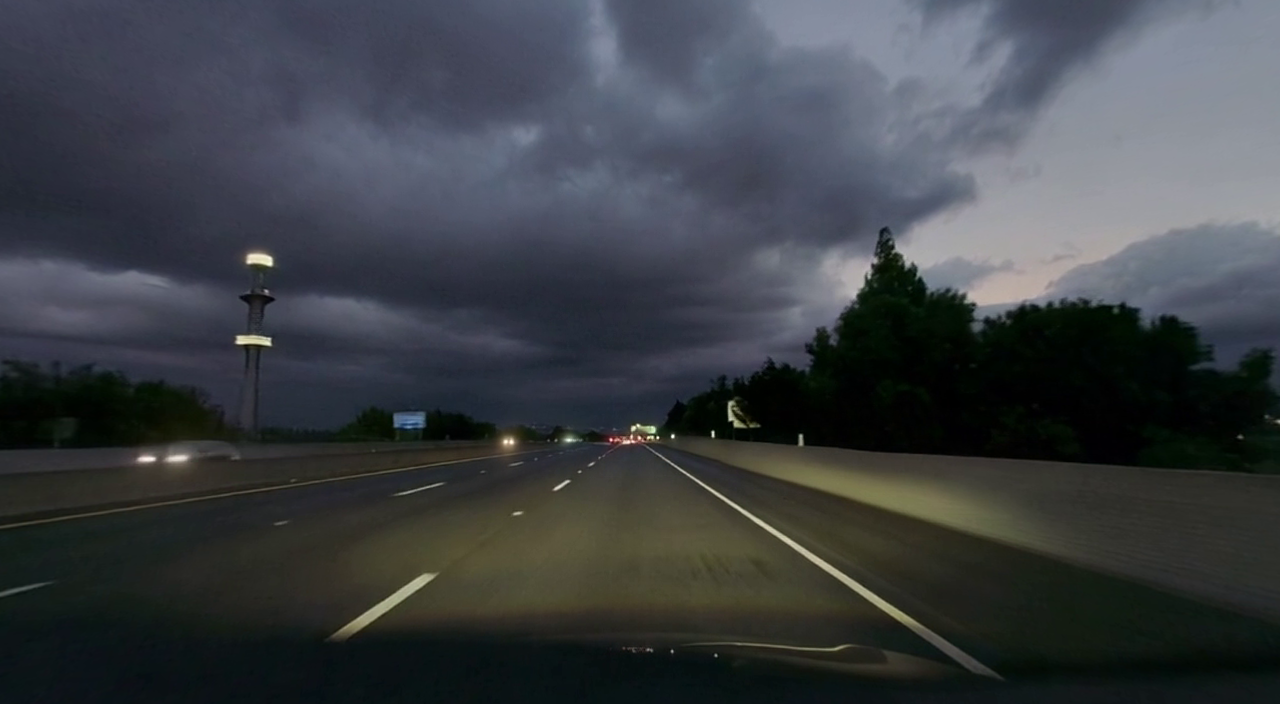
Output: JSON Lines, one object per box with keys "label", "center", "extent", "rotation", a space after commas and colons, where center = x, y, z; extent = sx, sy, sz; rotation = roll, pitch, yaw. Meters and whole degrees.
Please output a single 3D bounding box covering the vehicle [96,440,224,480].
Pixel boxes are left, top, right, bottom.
{"label": "vehicle", "center": [-20.583, 4.613, 27.255], "extent": [1.903, 1.517, 4.590], "rotation": [0, -8, 0]}
